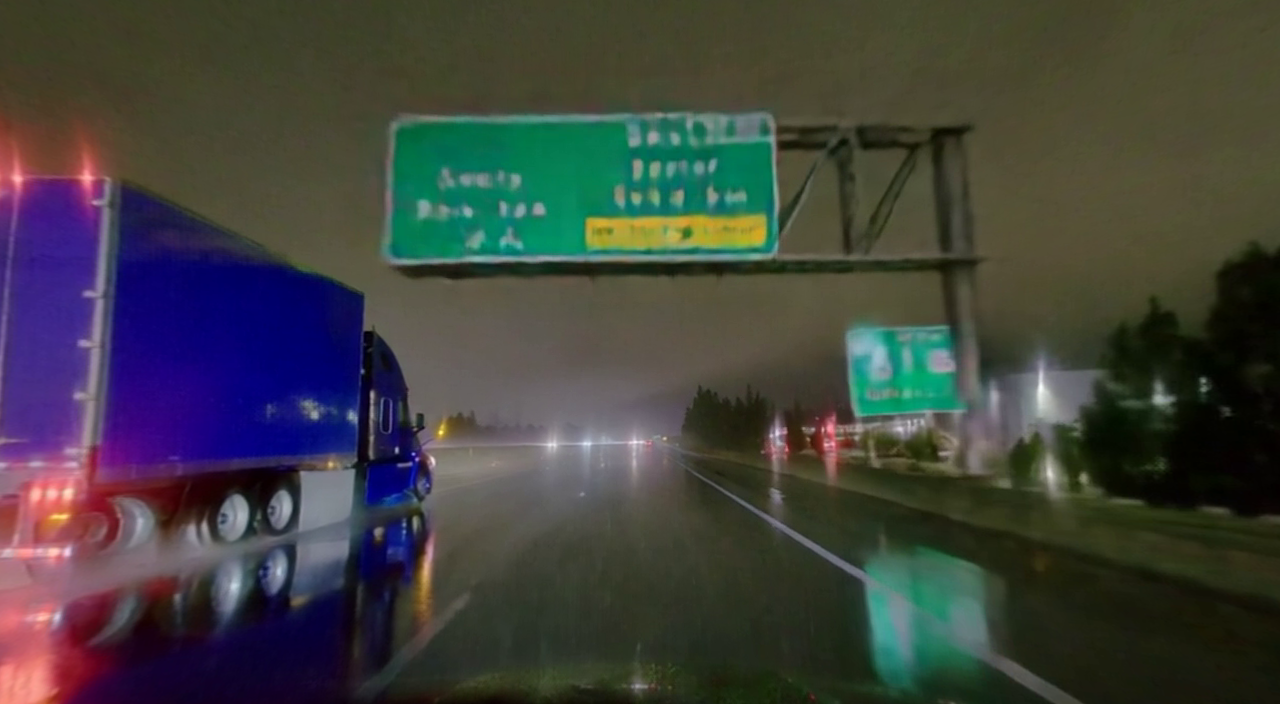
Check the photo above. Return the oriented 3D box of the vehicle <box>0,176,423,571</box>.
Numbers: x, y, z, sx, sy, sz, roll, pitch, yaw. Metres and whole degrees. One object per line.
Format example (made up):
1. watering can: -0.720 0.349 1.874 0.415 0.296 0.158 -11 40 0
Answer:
1. vehicle: -6.836 0.763 10.563 2.996 3.947 8.600 0 -9 2
